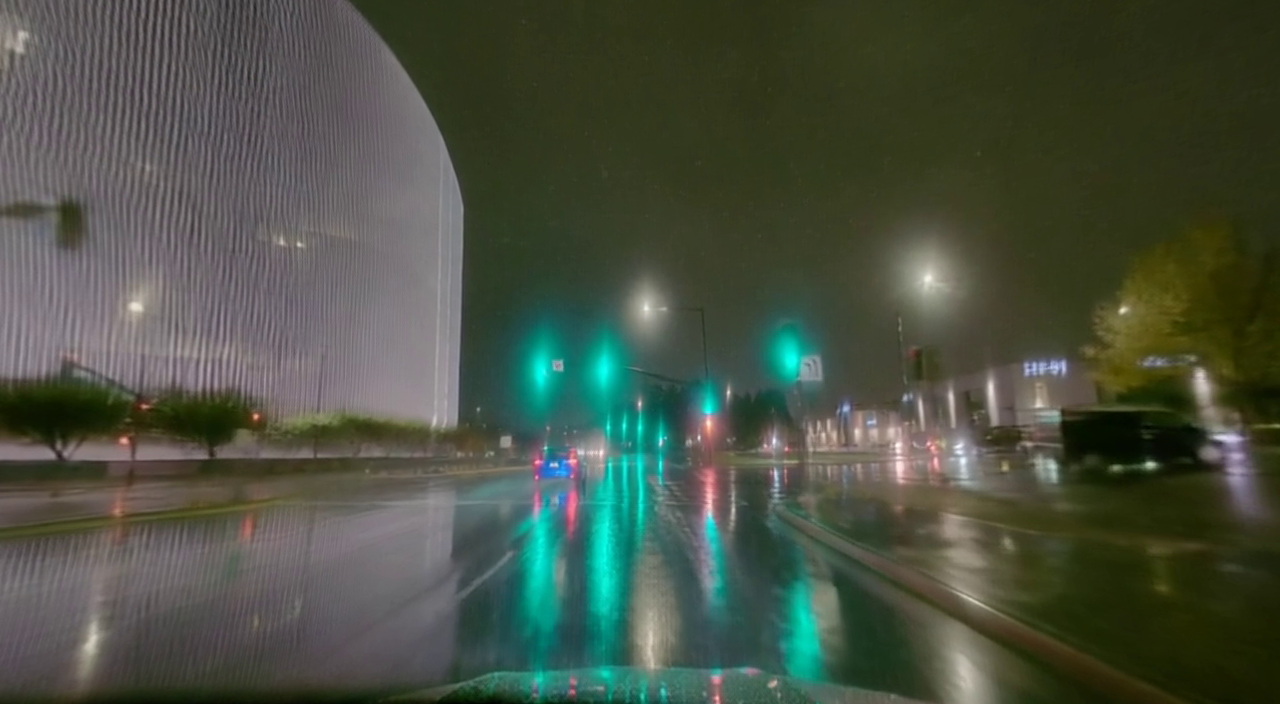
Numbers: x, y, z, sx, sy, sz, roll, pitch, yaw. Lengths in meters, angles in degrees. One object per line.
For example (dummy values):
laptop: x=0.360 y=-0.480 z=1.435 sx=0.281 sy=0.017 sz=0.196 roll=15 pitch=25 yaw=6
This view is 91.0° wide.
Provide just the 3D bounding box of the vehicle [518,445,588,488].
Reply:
vehicle: x=-3.248 y=4.398 z=24.499 sx=1.971 sy=1.486 sz=4.380 roll=0 pitch=-9 yaw=2

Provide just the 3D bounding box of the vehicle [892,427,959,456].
vehicle: x=16.735 y=5.298 z=37.134 sx=1.851 sy=1.594 sz=4.324 roll=0 pitch=-9 yaw=-1

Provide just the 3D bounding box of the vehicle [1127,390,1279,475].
vehicle: x=12.346 y=1.581 z=12.258 sx=4.002 sy=1.489 sz=2.028 roll=0 pitch=-9 yaw=-1
